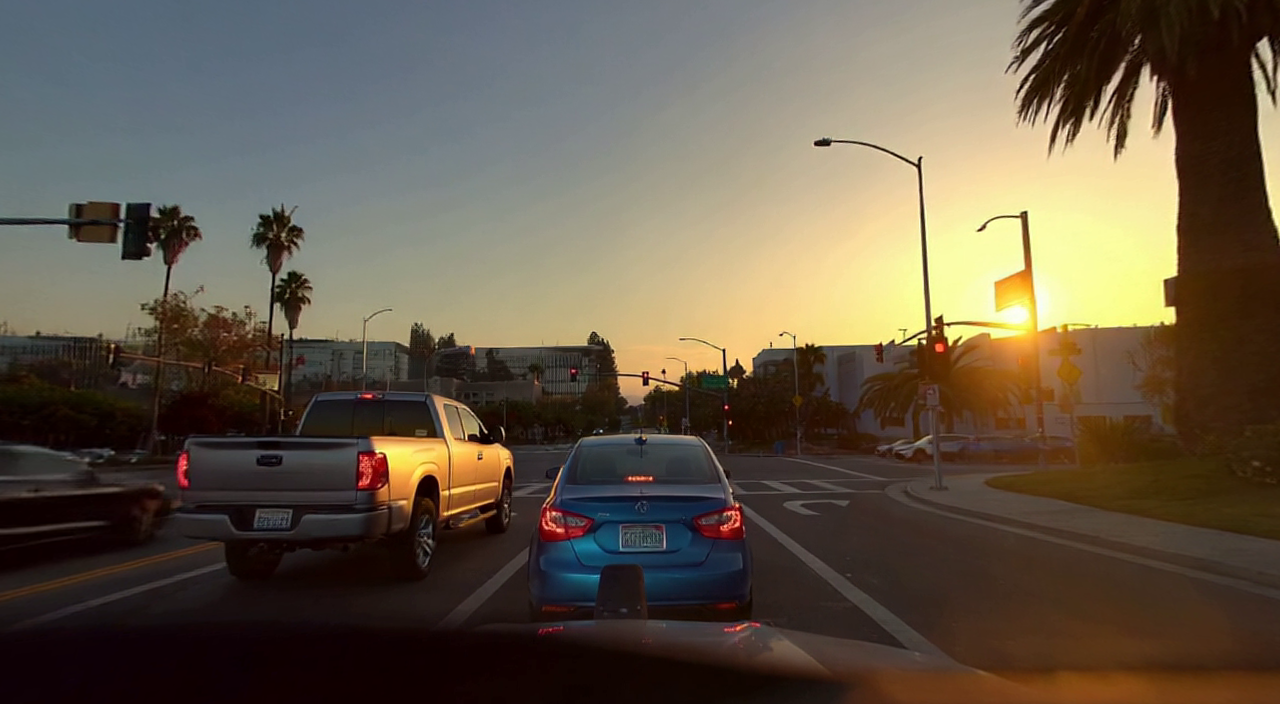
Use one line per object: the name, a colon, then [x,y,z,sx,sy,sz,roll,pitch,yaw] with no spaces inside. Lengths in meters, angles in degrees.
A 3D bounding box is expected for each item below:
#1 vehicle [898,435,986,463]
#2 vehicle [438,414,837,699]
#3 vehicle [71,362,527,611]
vehicle: [18.823,6.082,39.293,4.466,1.717,1.963,0,-8,2]
vehicle: [0.017,1.400,5.501,2.122,1.501,4.152,0,-8,1]
vehicle: [-3.246,1.475,7.895,2.330,1.969,5.626,-1,-8,3]
